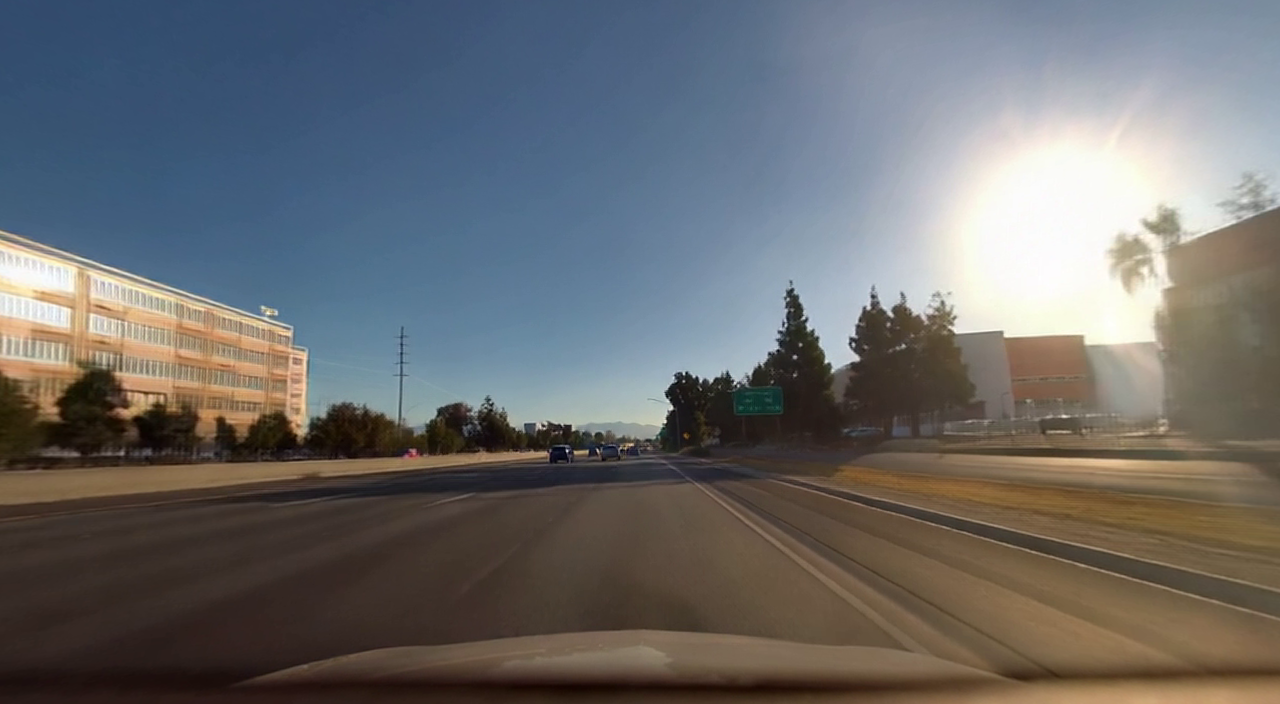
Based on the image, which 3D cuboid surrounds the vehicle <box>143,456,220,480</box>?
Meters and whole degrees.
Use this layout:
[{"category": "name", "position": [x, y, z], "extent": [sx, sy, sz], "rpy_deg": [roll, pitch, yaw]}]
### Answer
[{"category": "vehicle", "position": [-31.109, 7.847, 42.948], "extent": [1.847, 1.448, 4.430], "rpy_deg": [0, -8, 1]}]
